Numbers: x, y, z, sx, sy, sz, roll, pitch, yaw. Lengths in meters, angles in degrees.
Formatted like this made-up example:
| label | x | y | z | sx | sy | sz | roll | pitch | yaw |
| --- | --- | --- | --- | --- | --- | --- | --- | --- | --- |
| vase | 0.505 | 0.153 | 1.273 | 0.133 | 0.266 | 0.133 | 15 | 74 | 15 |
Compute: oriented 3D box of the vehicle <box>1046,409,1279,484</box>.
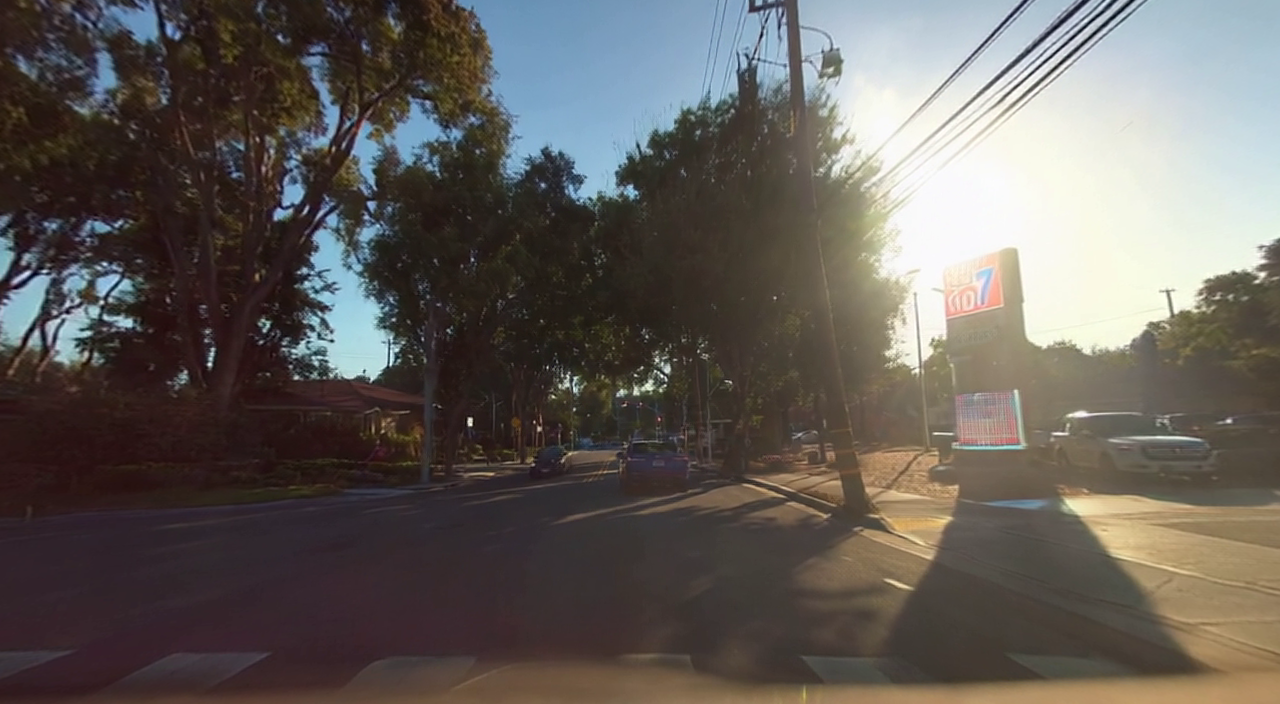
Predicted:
| label | x | y | z | sx | sy | sz | roll | pitch | yaw |
| --- | --- | --- | --- | --- | --- | --- | --- | --- | --- |
| vehicle | 13.352 | 2.418 | 16.118 | 4.518 | 1.764 | 2.014 | -1 | -9 | 2 |

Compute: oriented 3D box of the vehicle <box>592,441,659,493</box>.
| label | x | y | z | sx | sy | sz | roll | pitch | yaw |
| --- | --- | --- | --- | --- | --- | --- | --- | --- | --- |
| vehicle | -0.533 | 3.513 | 19.702 | 1.874 | 1.427 | 3.976 | 0 | -9 | -4 |

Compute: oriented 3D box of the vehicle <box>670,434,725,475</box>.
| label | x | y | z | sx | sy | sz | roll | pitch | yaw |
| --- | --- | --- | --- | --- | --- | --- | --- | --- | --- |
| vehicle | 2.899 | 5.248 | 32.580 | 2.553 | 1.868 | 5.536 | -1 | -8 | 4 |
